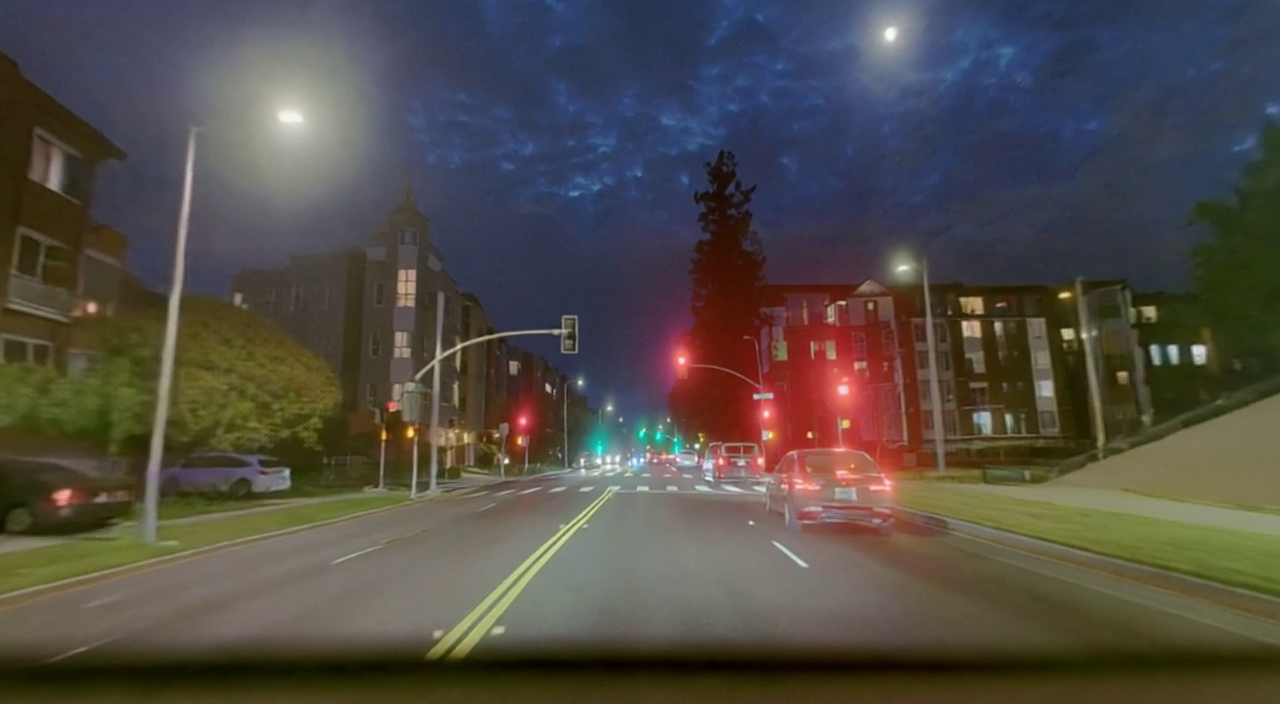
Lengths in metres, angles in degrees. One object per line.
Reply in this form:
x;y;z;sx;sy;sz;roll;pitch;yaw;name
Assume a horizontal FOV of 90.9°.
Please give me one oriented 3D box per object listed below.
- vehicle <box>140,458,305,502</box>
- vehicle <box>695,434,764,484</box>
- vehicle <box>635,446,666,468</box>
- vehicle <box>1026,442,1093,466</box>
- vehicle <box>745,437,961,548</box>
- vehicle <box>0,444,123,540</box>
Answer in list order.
-15.290;4.696;23.256;4.727;1.483;2.002;-1;-9;4;vehicle
3.577;4.388;26.218;2.199;1.872;4.513;0;-9;0;vehicle
0.675;7.451;44.748;2.097;1.463;4.043;0;-9;0;vehicle
28.777;7.002;43.351;1.698;1.477;3.735;-2;-9;-7;vehicle
3.296;2.280;11.001;2.078;1.488;4.741;0;-9;0;vehicle
-15.308;3.223;14.658;4.650;1.993;2.225;-2;-8;3;vehicle
